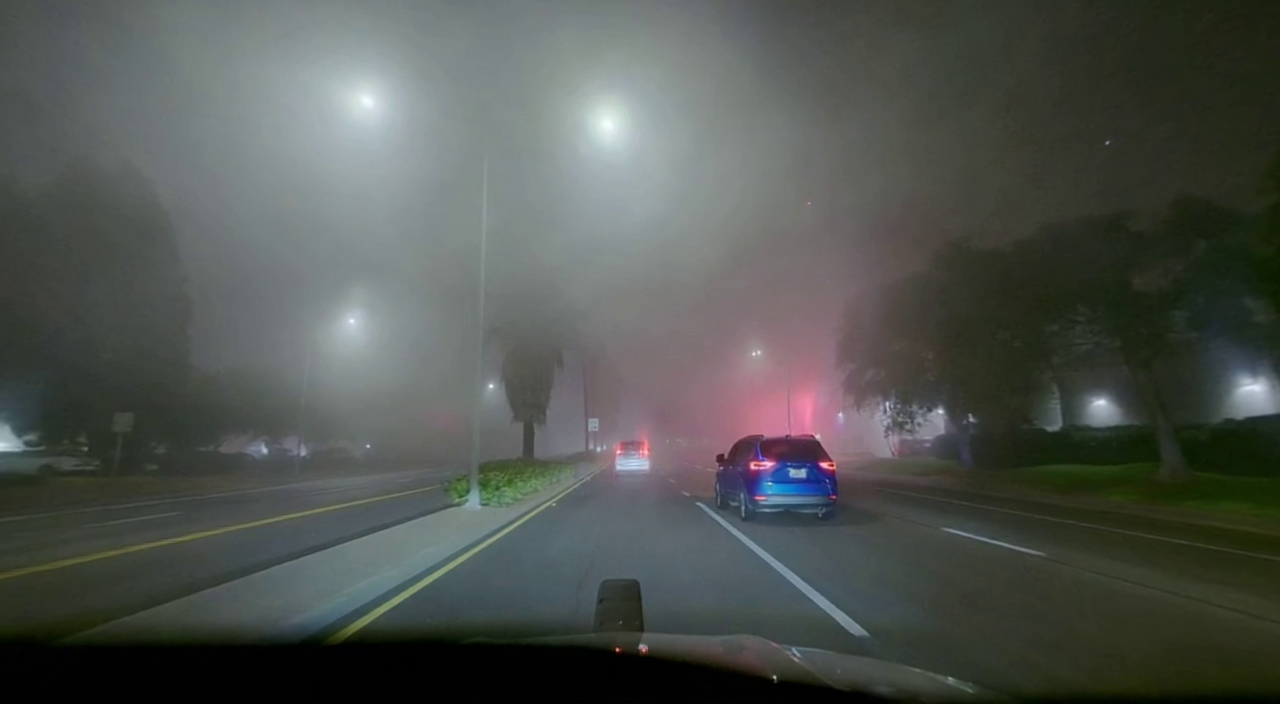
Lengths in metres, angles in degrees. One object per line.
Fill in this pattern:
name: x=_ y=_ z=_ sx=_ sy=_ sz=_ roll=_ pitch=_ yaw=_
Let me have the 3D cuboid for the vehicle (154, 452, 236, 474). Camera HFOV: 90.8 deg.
vehicle: x=-31.816 y=7.930 z=45.262 sx=4.404 sy=1.487 sz=1.868 roll=0 pitch=-8 yaw=-3

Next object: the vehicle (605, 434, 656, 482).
vehicle: x=-0.395 y=4.415 z=26.615 sx=1.981 sy=1.854 sz=3.983 roll=0 pitch=-8 yaw=-1

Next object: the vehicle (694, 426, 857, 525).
vehicle: x=2.551 y=2.472 z=13.196 sx=2.239 sy=1.693 sz=4.301 roll=0 pitch=-8 yaw=-3
